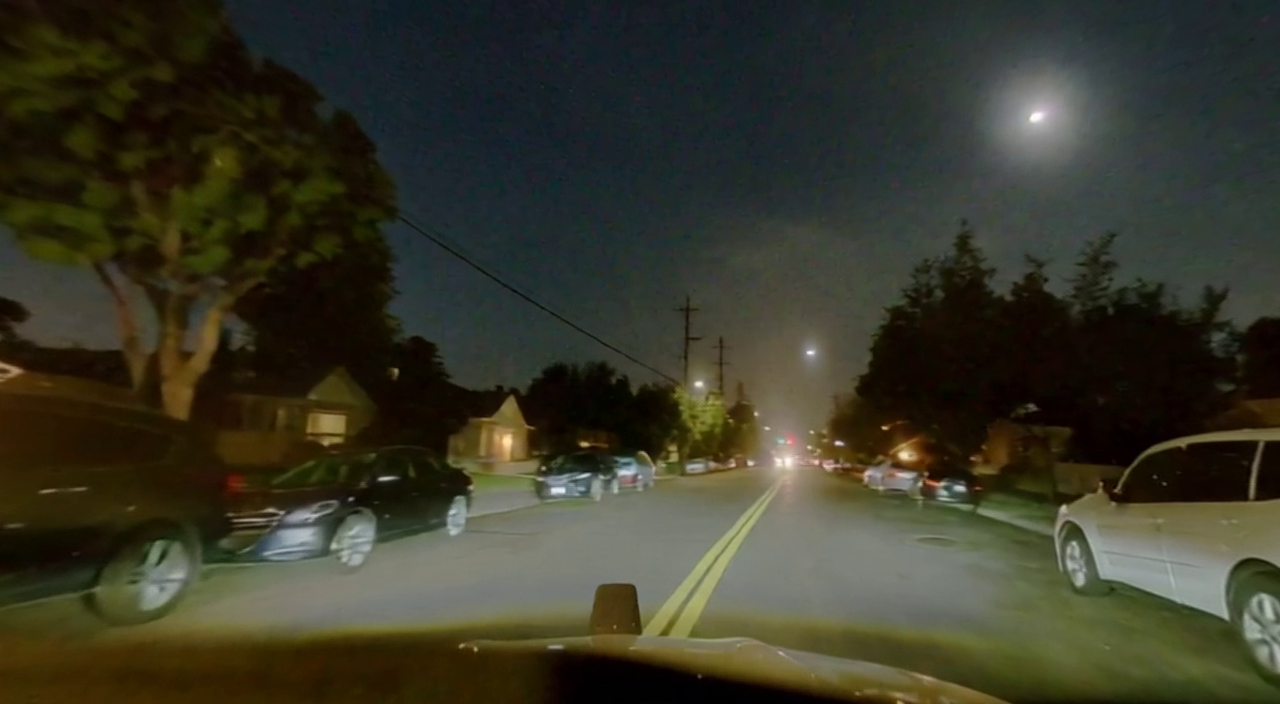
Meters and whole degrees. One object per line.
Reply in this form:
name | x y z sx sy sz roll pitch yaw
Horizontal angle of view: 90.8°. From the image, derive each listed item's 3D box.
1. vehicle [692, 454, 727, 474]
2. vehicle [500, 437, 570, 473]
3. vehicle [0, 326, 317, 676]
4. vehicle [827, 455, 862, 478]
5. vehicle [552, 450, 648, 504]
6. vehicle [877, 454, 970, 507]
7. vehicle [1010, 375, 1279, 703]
vehicle | 5.502 8.793 49.841 1.960 1.460 4.425 -2 -10 16
vehicle | -5.856 5.845 36.057 2.232 1.836 5.443 -1 -9 10
vehicle | -4.886 0.829 3.397 2.385 1.967 5.971 -2 -7 10
vehicle | 15.820 8.861 49.124 2.310 1.527 4.705 0 -8 14
vehicle | -1.137 3.953 20.585 1.897 1.523 4.626 -2 -9 13
vehicle | 9.582 4.308 21.746 1.870 1.536 4.568 -1 -9 11
vehicle | 5.247 1.340 5.165 2.226 1.928 5.339 -2 -9 13
